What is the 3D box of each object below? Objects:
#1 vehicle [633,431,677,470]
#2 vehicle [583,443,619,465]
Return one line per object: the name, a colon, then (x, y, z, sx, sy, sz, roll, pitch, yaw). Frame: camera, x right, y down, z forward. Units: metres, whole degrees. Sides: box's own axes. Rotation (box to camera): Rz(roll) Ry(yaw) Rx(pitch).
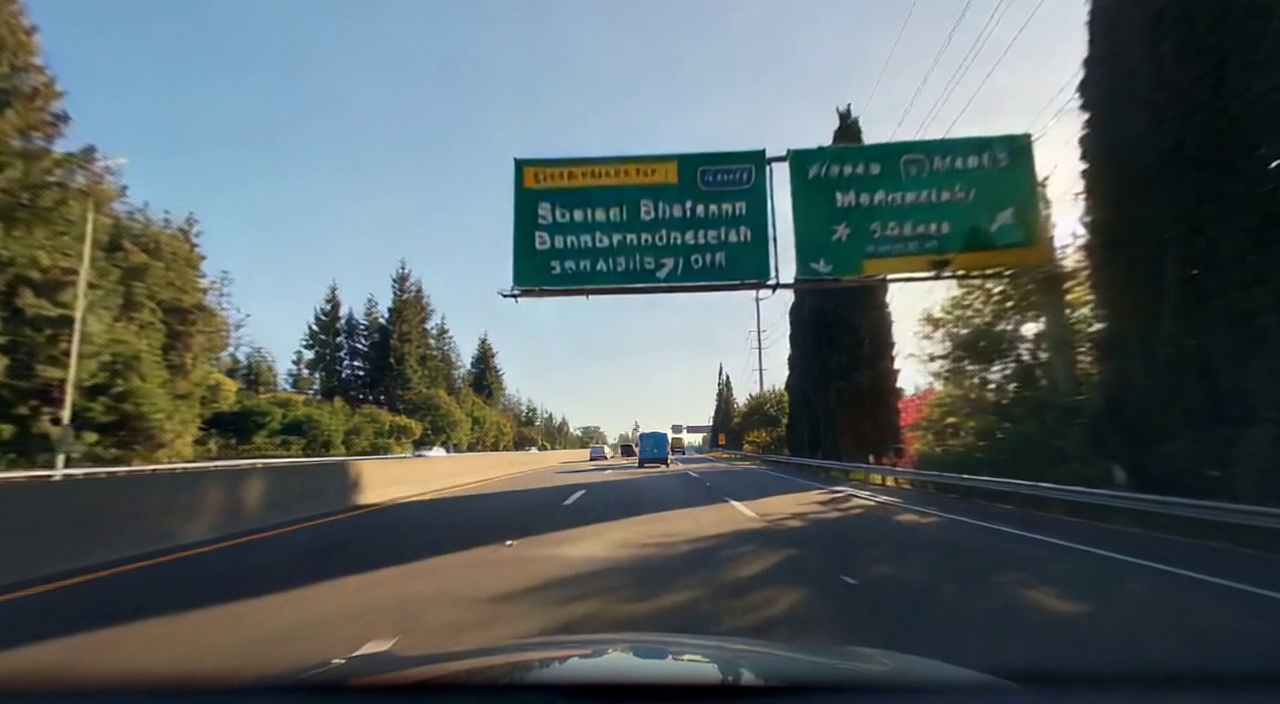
vehicle: (0.825, 5.448, 34.805, 2.261, 1.969, 5.104, 0, -9, 2)
vehicle: (-2.594, 6.959, 43.038, 1.996, 1.433, 4.316, -1, -9, 3)
